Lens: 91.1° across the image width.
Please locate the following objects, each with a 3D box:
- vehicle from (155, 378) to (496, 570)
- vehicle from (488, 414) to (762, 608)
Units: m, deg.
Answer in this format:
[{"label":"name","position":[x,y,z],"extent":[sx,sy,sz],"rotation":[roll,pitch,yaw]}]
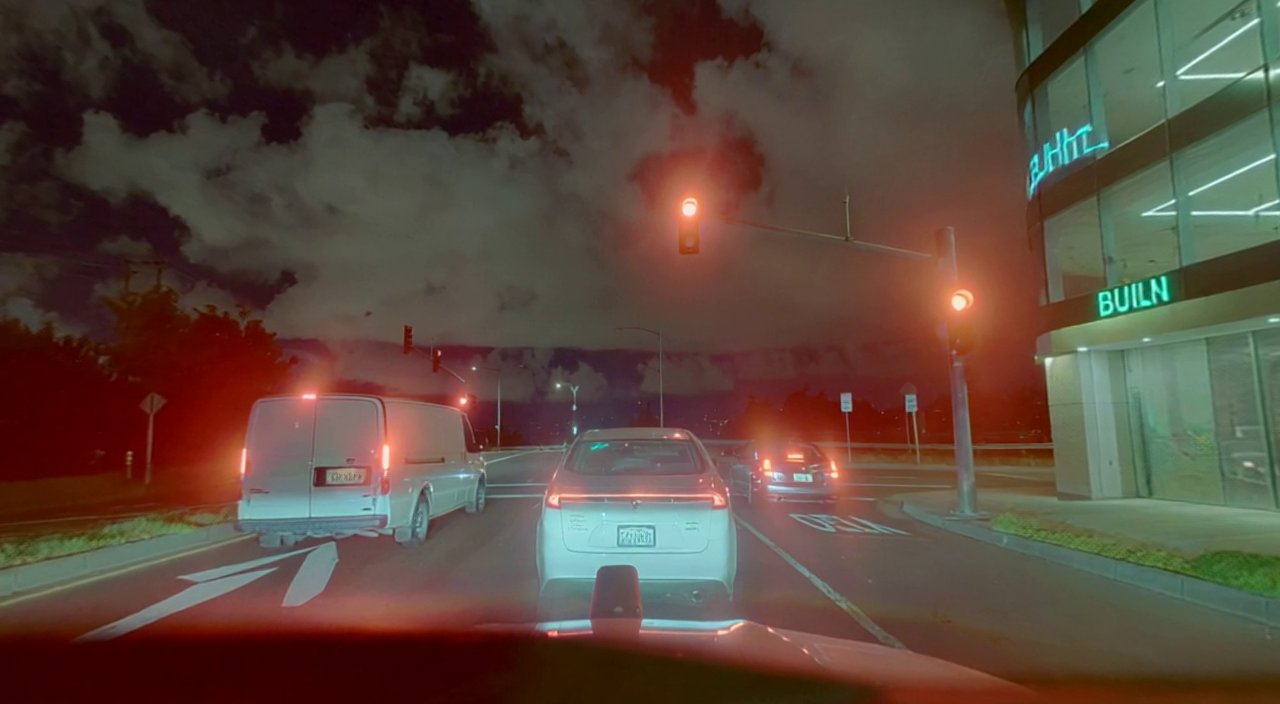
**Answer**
[{"label":"vehicle","position":[-3.582,1.498,8.603],"extent":[2.076,1.820,5.100],"rotation":[0,-8,-1]},{"label":"vehicle","position":[-0.116,1.466,6.781],"extent":[2.064,1.452,3.942],"rotation":[0,-8,0]}]
